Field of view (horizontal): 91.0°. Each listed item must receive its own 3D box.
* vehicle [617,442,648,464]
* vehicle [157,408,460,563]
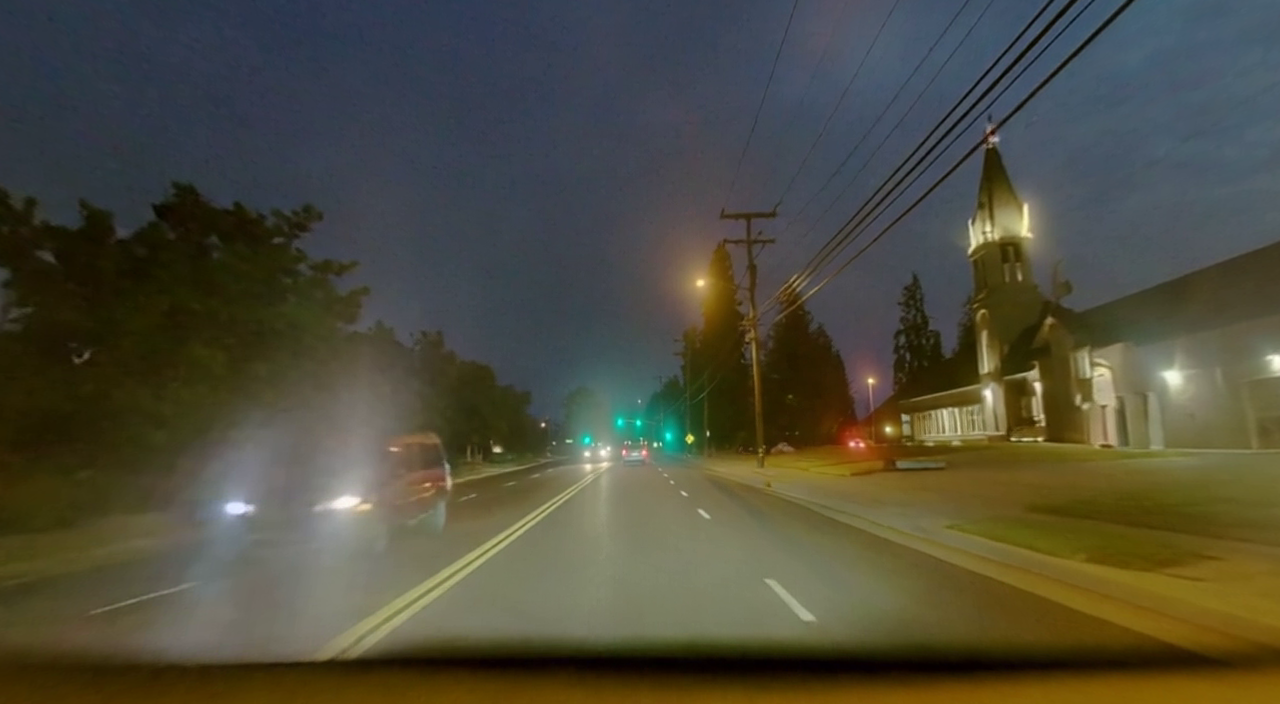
[{"bbox_3d":[-0.553,7.223,44.991,2.093,1.497,4.010,0,-9,-1],"label":"vehicle"},{"bbox_3d":[-4.822,2.025,10.333,2.212,1.906,4.958,0,-9,0],"label":"vehicle"}]
